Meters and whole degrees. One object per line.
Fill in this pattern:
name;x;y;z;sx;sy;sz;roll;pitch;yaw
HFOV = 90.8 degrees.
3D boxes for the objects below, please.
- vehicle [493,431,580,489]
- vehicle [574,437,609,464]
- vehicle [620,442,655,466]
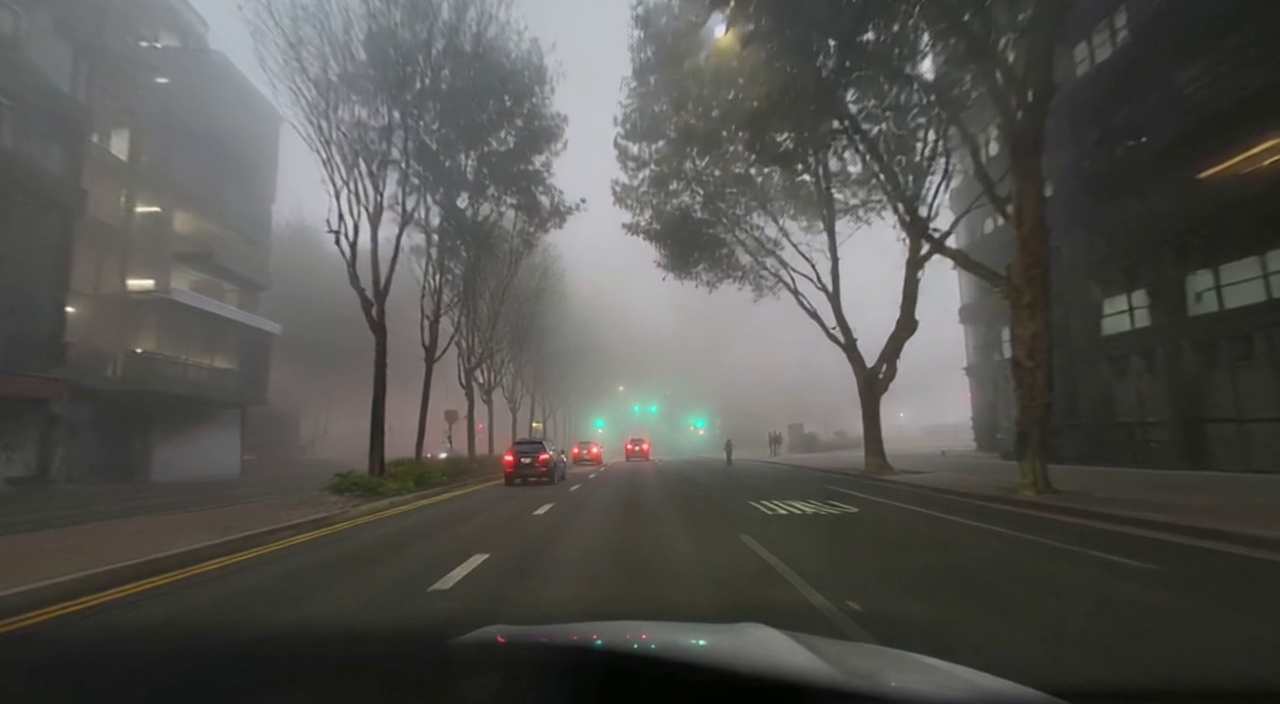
vehicle;-3.327;3.577;21.236;2.116;1.725;4.315;0;-8;1
vehicle;-3.439;7.092;45.457;2.152;1.802;4.628;0;-9;0
vehicle;-0.159;6.353;39.547;2.095;1.438;3.843;0;-8;0
